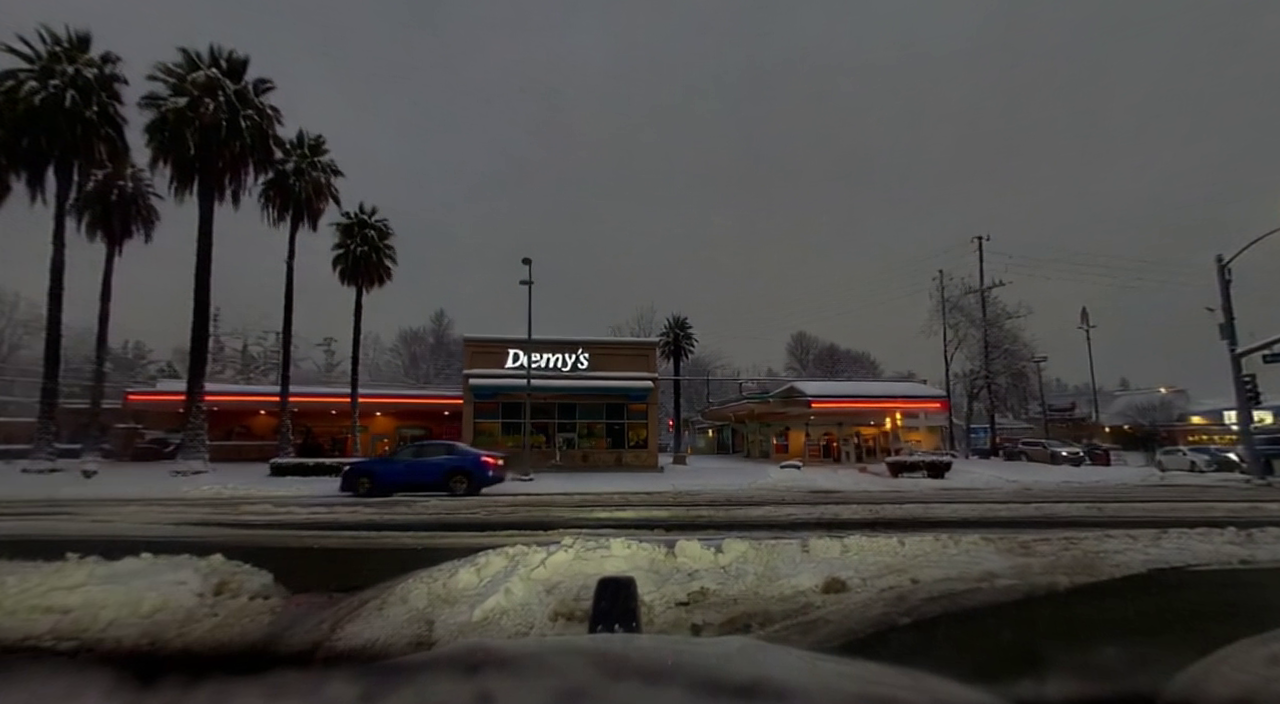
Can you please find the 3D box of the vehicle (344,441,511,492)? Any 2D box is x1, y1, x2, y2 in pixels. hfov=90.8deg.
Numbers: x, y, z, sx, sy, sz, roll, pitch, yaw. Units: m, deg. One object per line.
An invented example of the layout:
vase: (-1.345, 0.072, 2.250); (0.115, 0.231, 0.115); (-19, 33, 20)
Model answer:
vehicle: (-6.453, 3.527, 19.697); (4.570, 1.480, 1.873); (1, -9, -5)

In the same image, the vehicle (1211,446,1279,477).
vehicle: (32.165, 5.509, 32.042); (2.074, 1.480, 4.369); (1, -8, -6)

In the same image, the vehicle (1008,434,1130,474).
vehicle: (22.120, 5.230, 32.684); (4.880, 1.754, 2.202); (0, -5, -6)

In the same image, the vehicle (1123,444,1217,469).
vehicle: (34.343, 6.760, 41.116); (1.805, 1.466, 4.641); (1, -8, -7)
